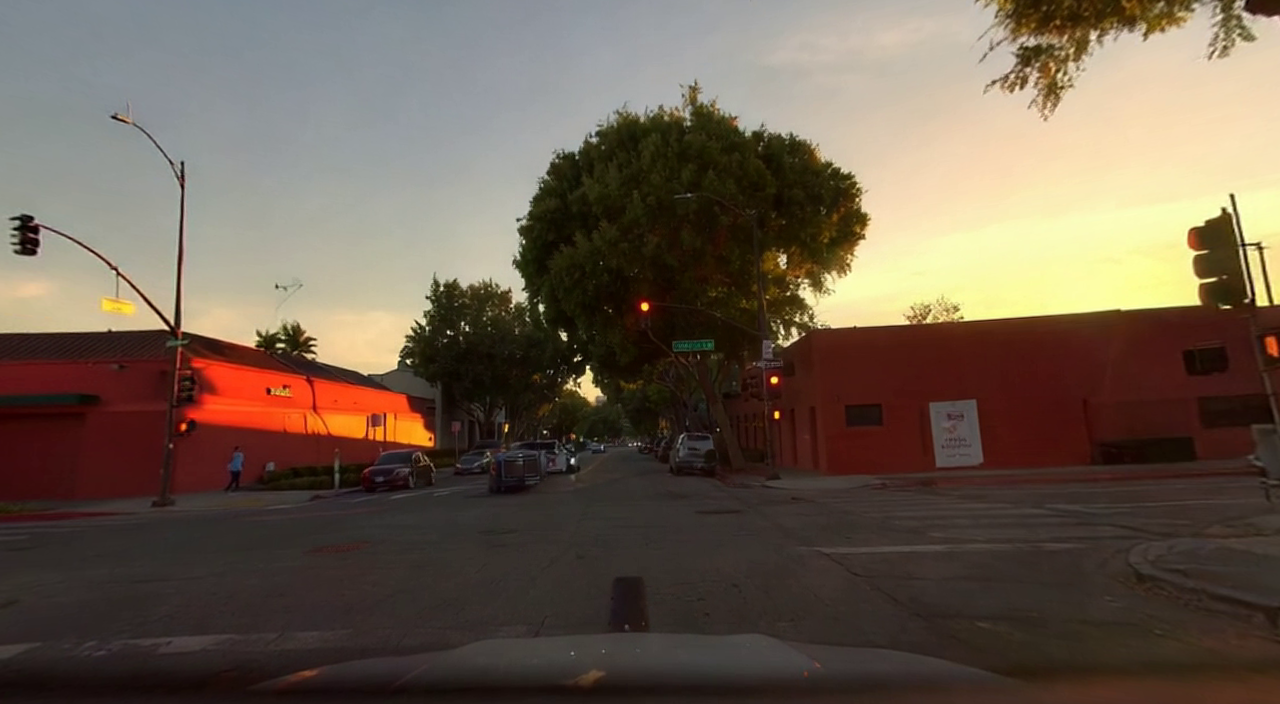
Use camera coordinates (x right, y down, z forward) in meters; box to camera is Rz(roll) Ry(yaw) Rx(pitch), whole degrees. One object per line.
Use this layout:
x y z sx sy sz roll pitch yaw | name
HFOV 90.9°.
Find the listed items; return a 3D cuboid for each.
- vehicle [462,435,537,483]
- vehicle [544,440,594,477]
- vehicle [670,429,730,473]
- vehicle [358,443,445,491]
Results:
-5.975 4.613 27.461 2.242 1.887 4.924 0 -8 -2 | vehicle
-3.282 4.976 29.793 2.033 1.596 4.142 0 -8 -2 | vehicle
3.097 5.326 34.089 2.557 2.188 5.164 0 -8 -2 | vehicle
-9.907 4.768 26.600 2.216 1.804 4.526 1 -8 -5 | vehicle
